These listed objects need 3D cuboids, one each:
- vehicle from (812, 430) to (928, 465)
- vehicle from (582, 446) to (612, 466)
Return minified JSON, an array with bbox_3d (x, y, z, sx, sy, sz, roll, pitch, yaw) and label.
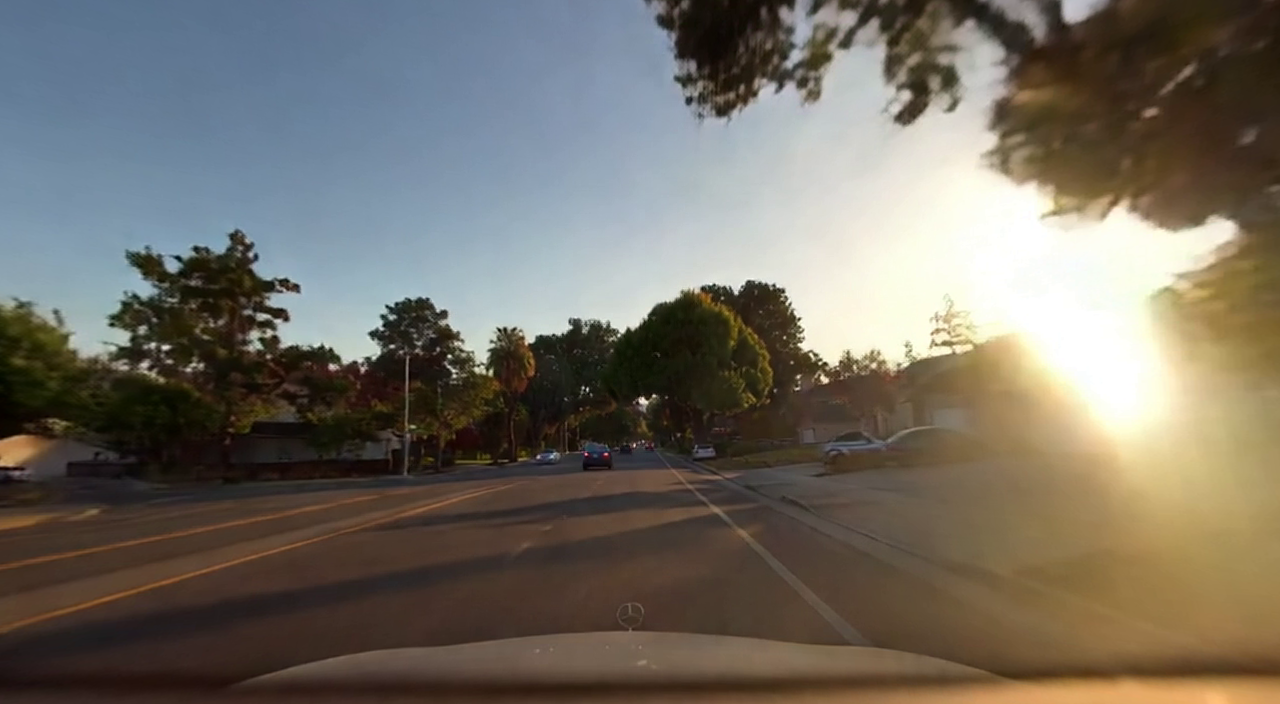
[{"bbox_3d":[10.574,4.440,29.233,4.606,1.525,1.932,0,-9,-1],"label":"vehicle"},{"bbox_3d":[-3.218,7.886,47.988,1.973,1.400,3.915,0,-9,0],"label":"vehicle"}]
